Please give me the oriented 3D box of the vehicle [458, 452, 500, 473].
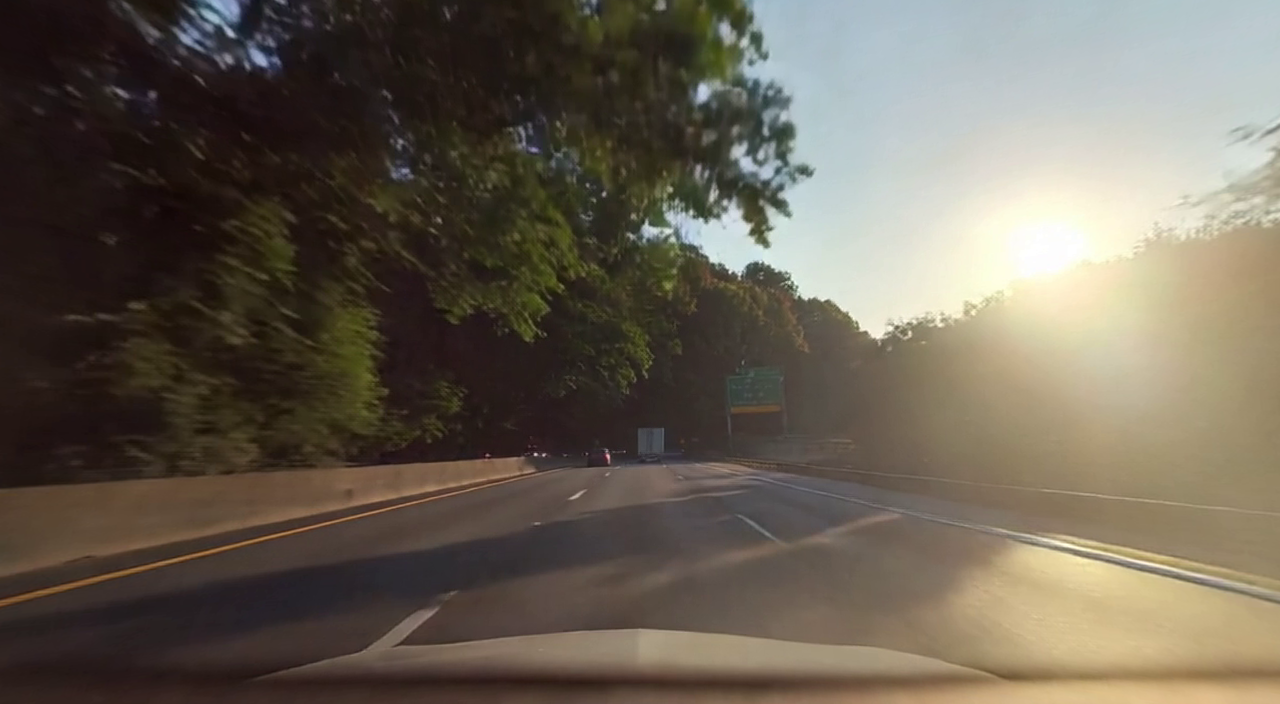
[{"bbox_3d":[-11.691,8.045,46.020,1.953,1.454,3.938,0,-9,1],"label":"vehicle"}]
